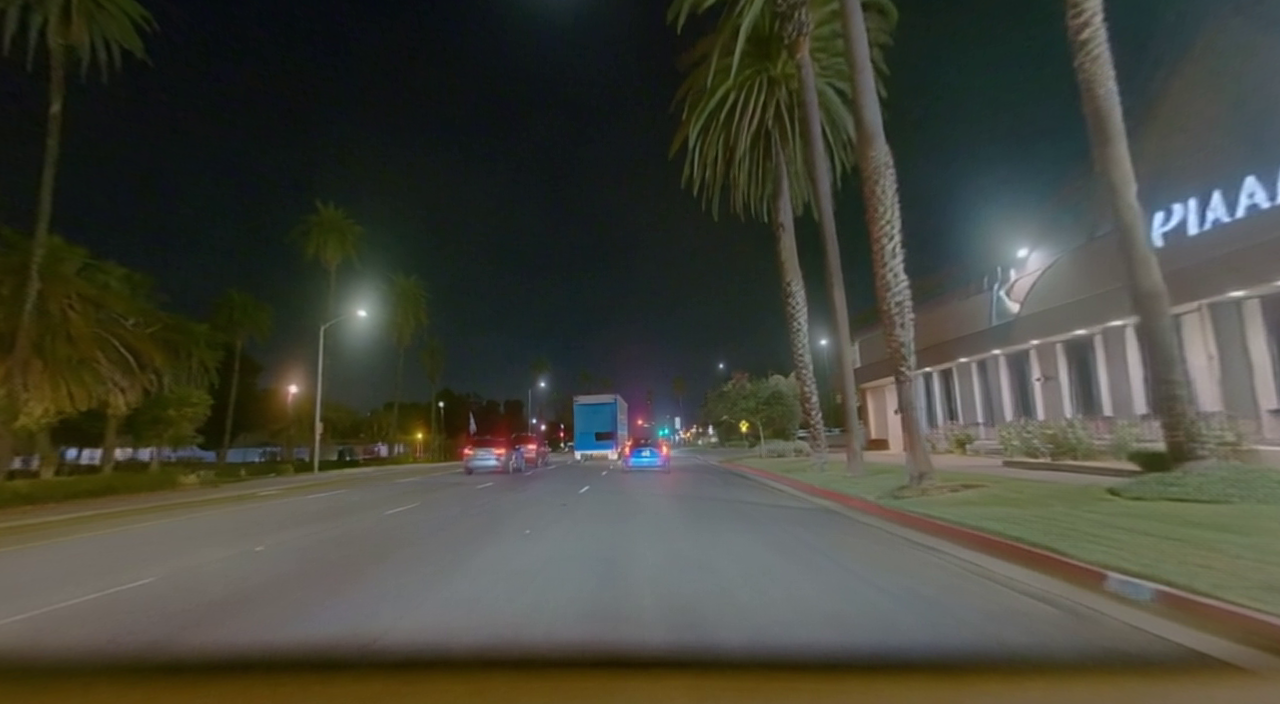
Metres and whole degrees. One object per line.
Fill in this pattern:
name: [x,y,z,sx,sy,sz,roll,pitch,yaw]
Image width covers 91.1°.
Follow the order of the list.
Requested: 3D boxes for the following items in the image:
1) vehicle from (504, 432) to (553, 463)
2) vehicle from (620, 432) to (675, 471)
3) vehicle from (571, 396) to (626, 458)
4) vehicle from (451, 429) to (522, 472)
vehicle: [-6.733,5.856,38.501,2.143,1.736,4.648,0,-9,0]
vehicle: [0.320,4.157,26.370,2.144,1.514,4.063,0,-9,1]
vehicle: [-2.757,5.659,45.981,2.992,3.949,11.815,0,-9,1]
vehicle: [-6.930,4.508,28.891,2.014,1.830,4.281,0,-9,2]
